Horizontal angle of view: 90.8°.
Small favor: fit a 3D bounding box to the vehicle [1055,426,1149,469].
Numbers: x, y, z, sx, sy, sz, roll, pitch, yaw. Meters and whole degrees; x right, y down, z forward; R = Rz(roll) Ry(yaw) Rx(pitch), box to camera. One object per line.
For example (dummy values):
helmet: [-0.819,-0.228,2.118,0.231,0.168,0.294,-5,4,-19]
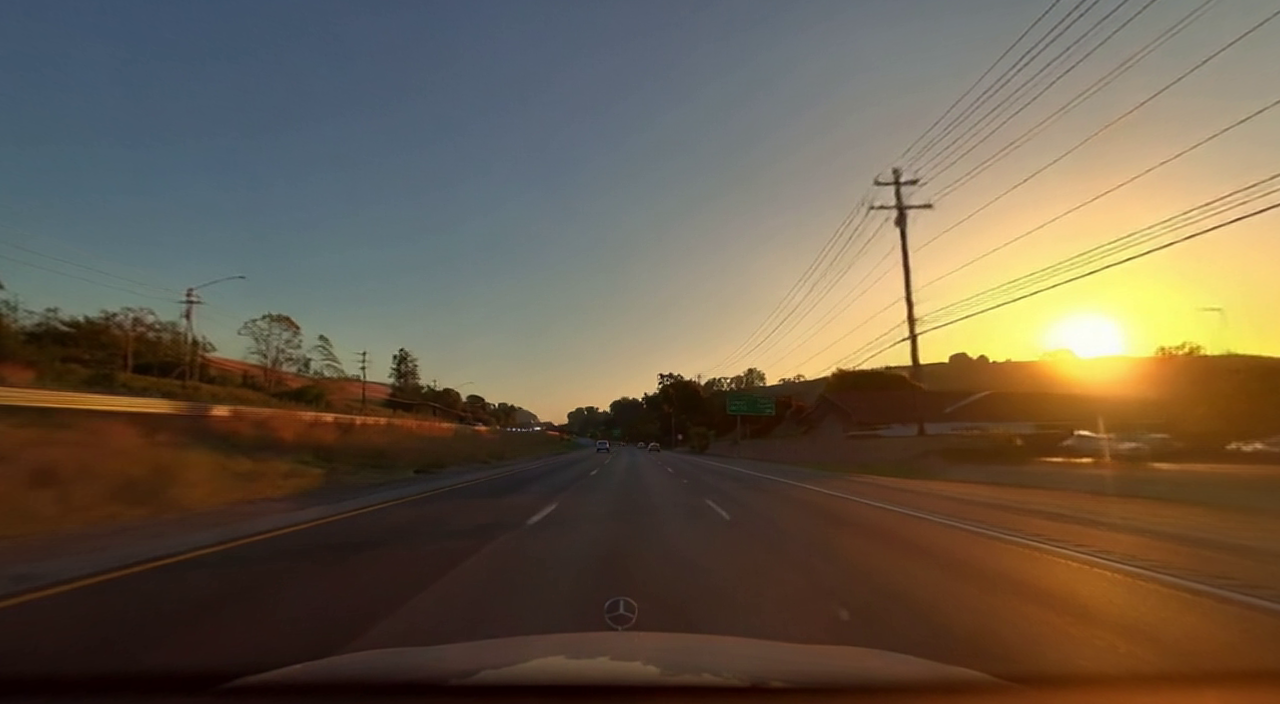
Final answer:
vehicle: [33.626,6.987,46.294,2.286,2.884,6.022,0,-8,1]
